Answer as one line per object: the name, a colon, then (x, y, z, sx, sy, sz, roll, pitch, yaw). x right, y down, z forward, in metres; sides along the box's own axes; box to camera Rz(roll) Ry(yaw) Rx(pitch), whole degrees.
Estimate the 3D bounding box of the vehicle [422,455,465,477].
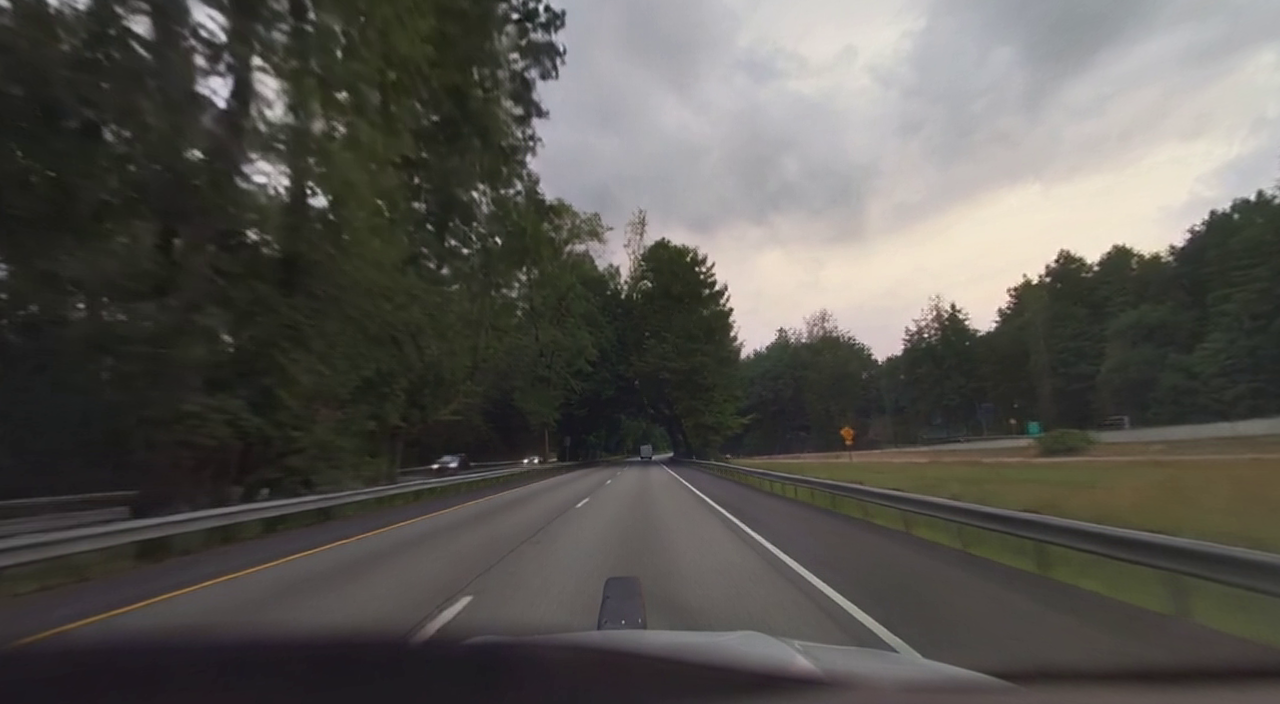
vehicle: (-14.786, 8.579, 47.599, 1.831, 1.543, 4.034, 0, -9, 2)
